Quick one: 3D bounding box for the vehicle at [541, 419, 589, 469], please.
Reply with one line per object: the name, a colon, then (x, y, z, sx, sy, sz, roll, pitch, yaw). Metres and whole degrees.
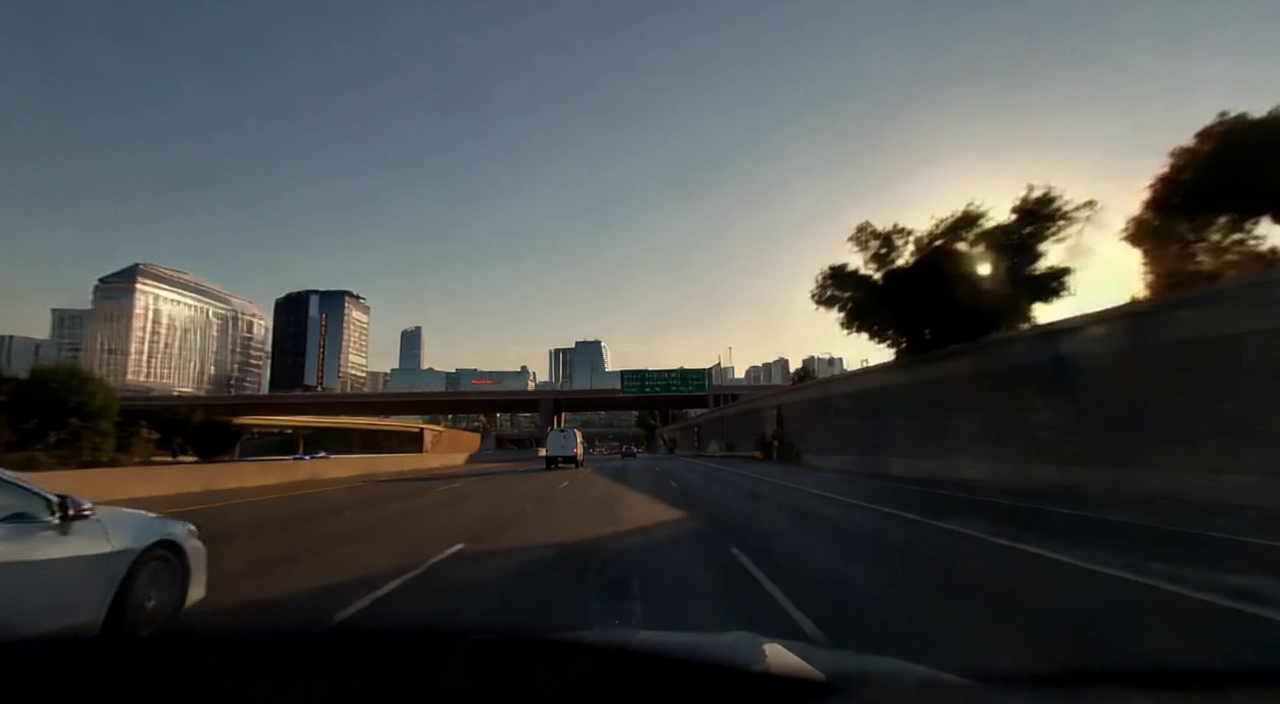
vehicle: (-4.744, 5.954, 40.843, 2.364, 2.953, 6.732, 0, -8, -1)

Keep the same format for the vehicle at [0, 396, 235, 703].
vehicle: (-4.069, 0.913, 2.410, 2.025, 1.556, 4.594, 0, -8, -1)
